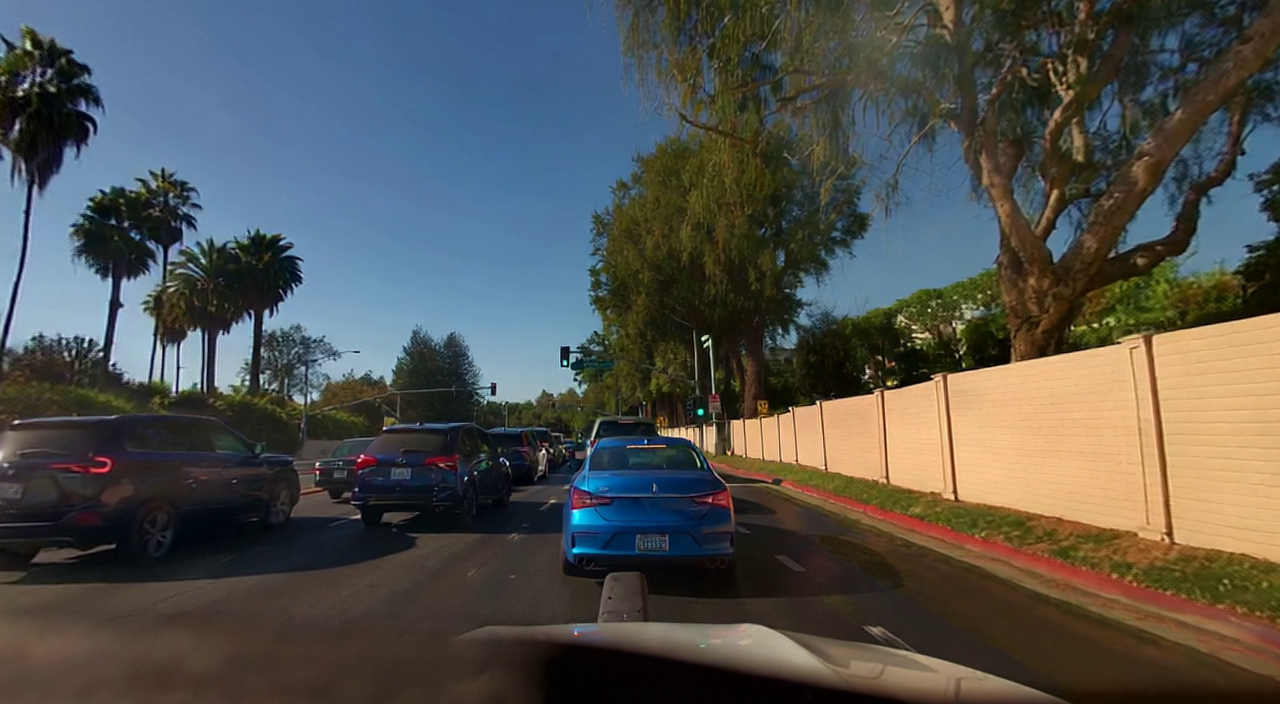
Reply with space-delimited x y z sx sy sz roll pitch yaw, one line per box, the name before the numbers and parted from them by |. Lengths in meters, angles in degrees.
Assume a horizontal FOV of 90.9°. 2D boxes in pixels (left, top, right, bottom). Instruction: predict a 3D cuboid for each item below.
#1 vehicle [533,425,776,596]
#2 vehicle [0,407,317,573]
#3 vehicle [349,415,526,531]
vehicle | 0.063 1.709 7.744 2.128 1.473 4.272 0 -8 -2
vehicle | -6.677 1.779 8.902 1.963 1.721 4.467 0 -8 -2
vehicle | -3.474 2.156 11.777 2.007 1.746 4.136 0 -8 -1
